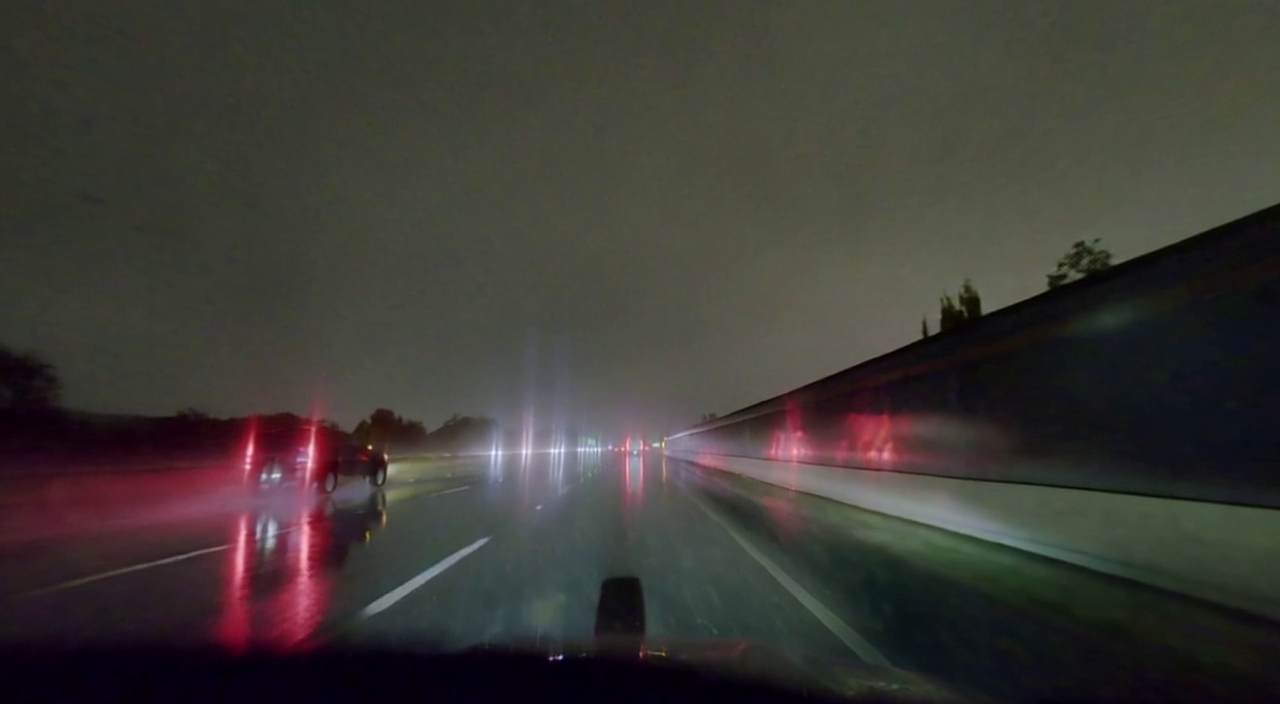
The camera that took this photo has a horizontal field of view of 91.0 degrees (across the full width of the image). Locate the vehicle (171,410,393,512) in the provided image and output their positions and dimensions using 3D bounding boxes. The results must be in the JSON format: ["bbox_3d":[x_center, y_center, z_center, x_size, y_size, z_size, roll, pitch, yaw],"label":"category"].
[{"bbox_3d":[-7.889,2.462,14.654,2.163,1.947,4.959,0,-9,1],"label":"vehicle"}]
